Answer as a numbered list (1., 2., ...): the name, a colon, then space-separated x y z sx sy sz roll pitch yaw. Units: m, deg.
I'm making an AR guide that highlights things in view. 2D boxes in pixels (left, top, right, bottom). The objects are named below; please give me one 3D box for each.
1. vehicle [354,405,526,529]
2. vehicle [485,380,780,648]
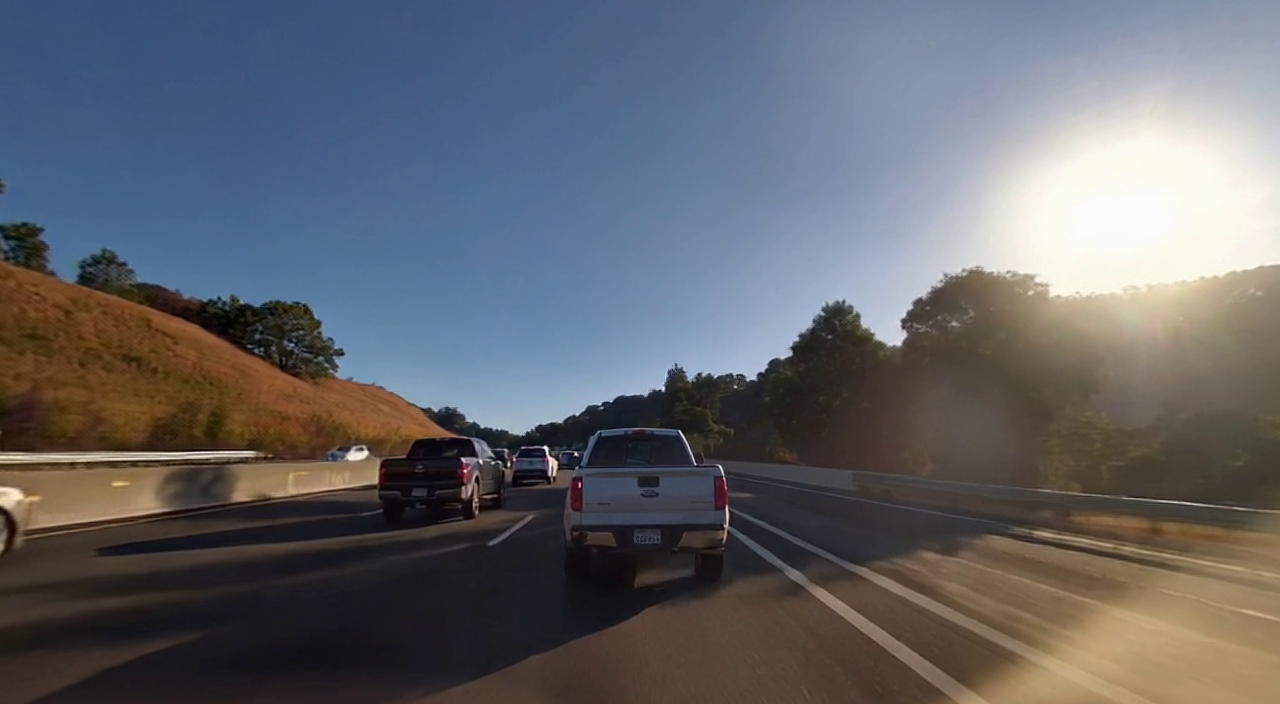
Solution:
1. vehicle: -3.945 2.378 13.507 2.055 2.144 4.782 -1 -9 1
2. vehicle: -0.090 1.358 6.070 1.995 1.798 3.380 0 -9 -1
